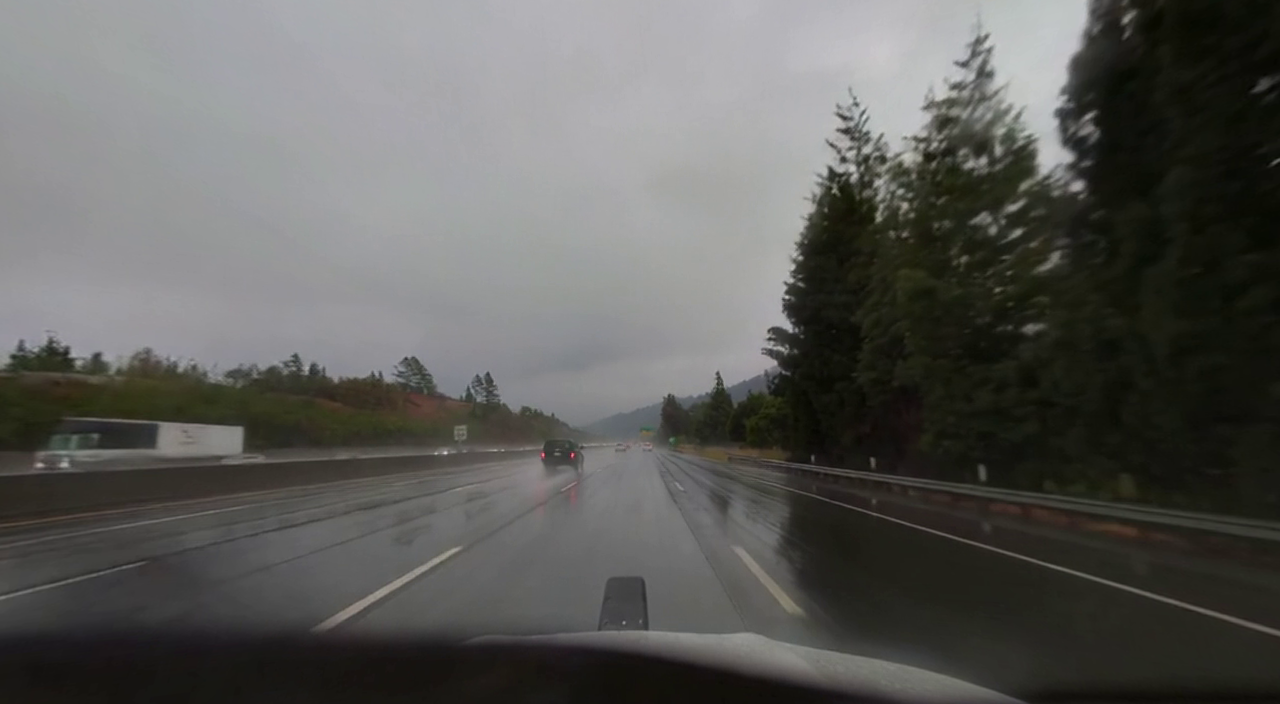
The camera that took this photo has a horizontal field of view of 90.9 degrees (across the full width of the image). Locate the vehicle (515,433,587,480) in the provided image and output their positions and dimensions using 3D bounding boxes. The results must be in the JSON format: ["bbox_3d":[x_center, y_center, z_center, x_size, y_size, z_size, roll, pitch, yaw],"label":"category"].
[{"bbox_3d":[-3.692,4.442,27.106,2.283,1.802,4.810,0,-9,1],"label":"vehicle"}]

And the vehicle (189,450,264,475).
[{"bbox_3d":[-32.487,8.685,49.796,1.980,1.761,5.670,0,-9,1],"label":"vehicle"}]

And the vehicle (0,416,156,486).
[{"bbox_3d":[-36.799,6.450,41.388,3.062,4.079,8.458,0,-9,1],"label":"vehicle"}]
